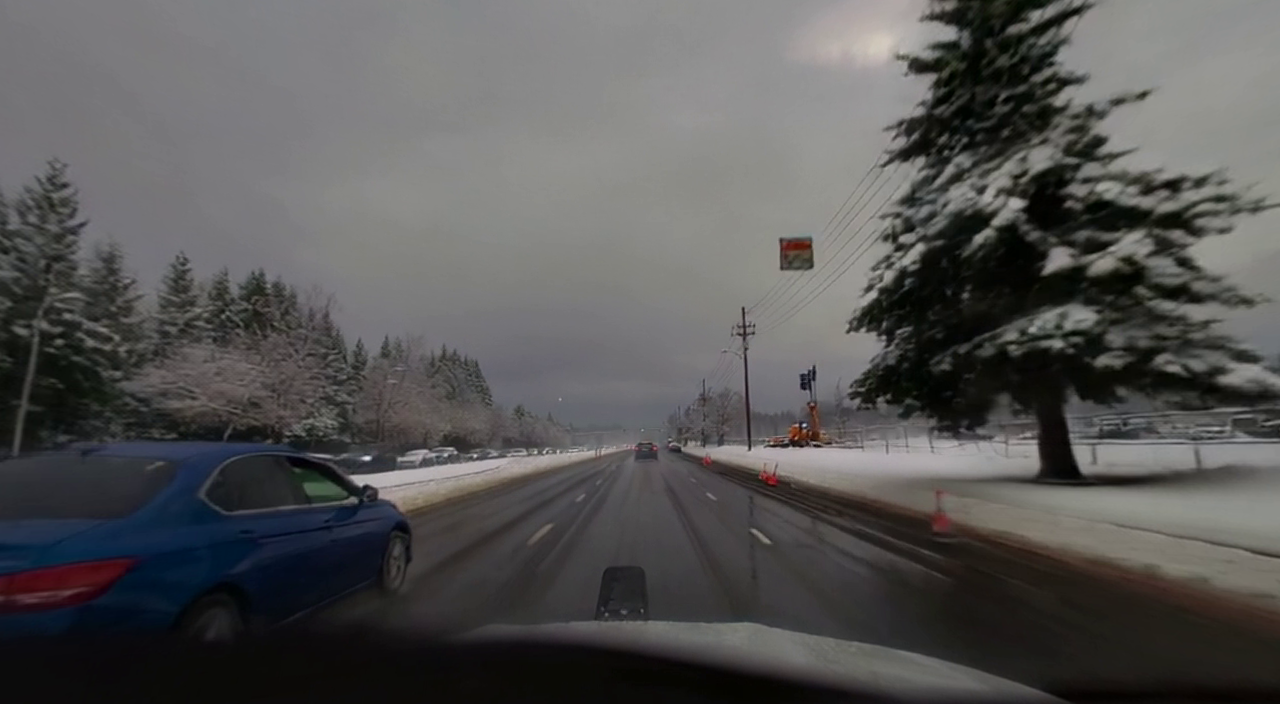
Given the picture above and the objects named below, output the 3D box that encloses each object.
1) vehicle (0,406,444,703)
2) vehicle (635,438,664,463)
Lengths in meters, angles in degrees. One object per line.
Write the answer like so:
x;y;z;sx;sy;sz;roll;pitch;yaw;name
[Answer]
-3.082;1.213;3.964;2.087;1.480;4.825;0;-9;1;vehicle
0.713;7.535;48.283;2.060;1.845;4.151;0;-9;0;vehicle
